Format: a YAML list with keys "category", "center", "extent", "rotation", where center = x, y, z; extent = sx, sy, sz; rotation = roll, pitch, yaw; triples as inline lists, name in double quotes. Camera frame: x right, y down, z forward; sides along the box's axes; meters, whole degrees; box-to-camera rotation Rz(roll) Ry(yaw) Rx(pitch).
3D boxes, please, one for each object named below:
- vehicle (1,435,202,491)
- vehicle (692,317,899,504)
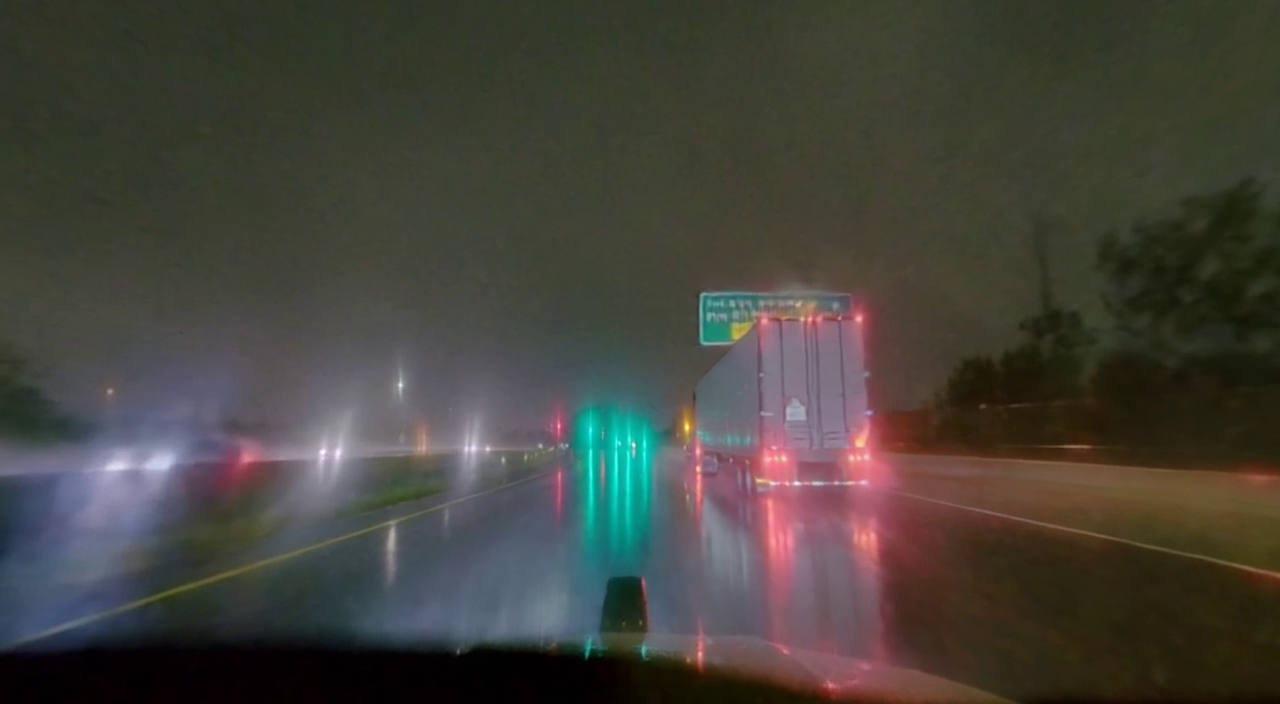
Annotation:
- category: "vehicle"
  center: [-17.342, 3.572, 20.758]
  extent: [2.313, 1.600, 4.867]
  rotation: [0, -8, 0]
- category: "vehicle"
  center: [4.201, 2.571, 23.252]
  extent: [2.932, 4.205, 18.253]
  rotation: [0, -8, 0]
